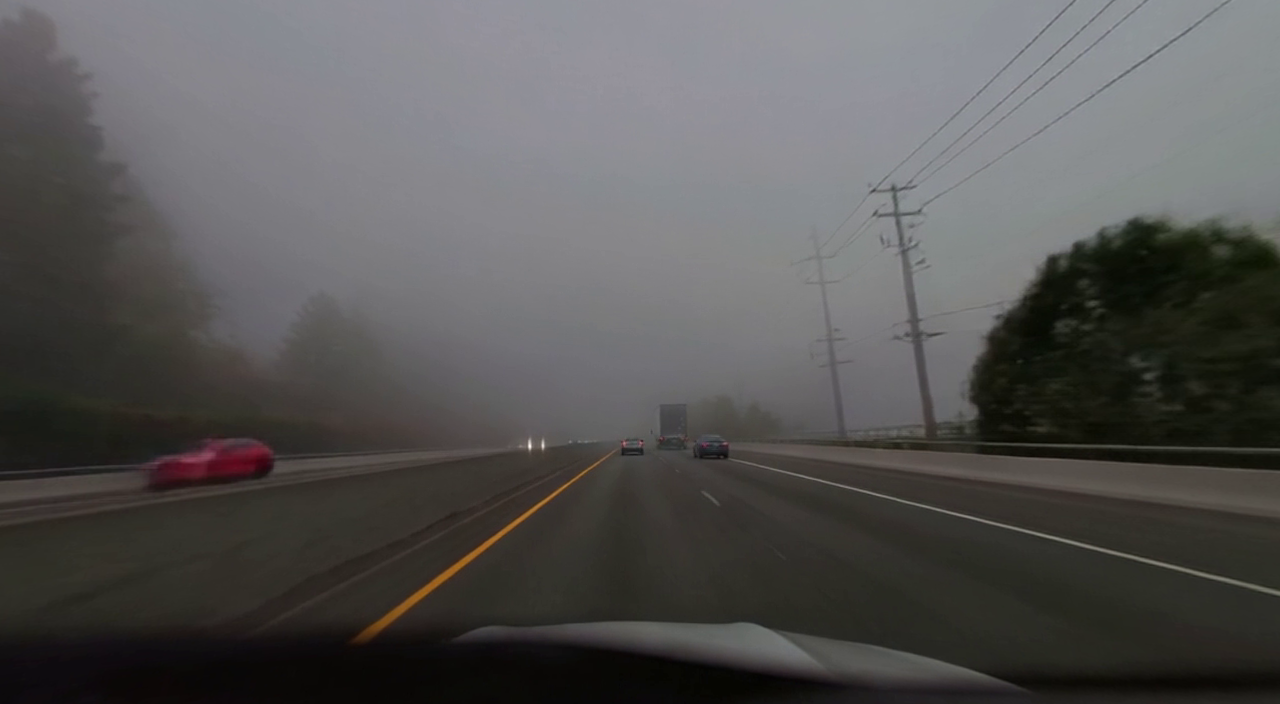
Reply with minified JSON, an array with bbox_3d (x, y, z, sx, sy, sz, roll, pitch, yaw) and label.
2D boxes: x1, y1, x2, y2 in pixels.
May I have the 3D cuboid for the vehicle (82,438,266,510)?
[{"bbox_3d":[-13.117,3.398,18.175,2.119,1.787,4.146,0,-7,-1],"label":"vehicle"}]

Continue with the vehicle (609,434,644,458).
[{"bbox_3d":[-0.850,6.079,40.859,2.163,1.466,3.693,0,-7,-1],"label":"vehicle"}]

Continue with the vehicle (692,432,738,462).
[{"bbox_3d":[4.149,5.281,35.429,1.930,1.573,3.853,0,-7,-2],"label":"vehicle"}]
